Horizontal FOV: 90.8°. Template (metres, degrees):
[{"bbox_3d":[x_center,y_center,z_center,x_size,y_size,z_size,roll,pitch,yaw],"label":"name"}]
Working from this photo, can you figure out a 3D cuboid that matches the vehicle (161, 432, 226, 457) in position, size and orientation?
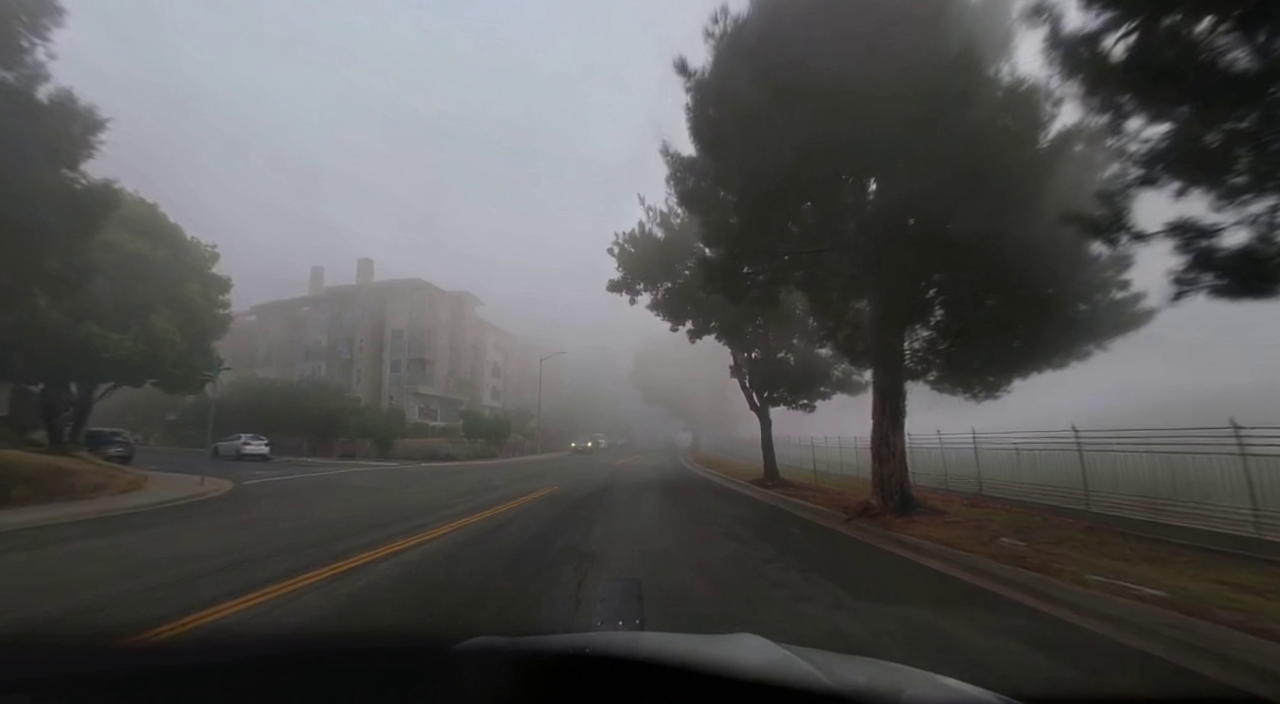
[{"bbox_3d":[-29.321,6.069,41.449,4.245,1.564,1.895,-5,-10,32],"label":"vehicle"}]

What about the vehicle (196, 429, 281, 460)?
[{"bbox_3d":[-24.674,5.680,38.783,5.078,1.794,2.210,-5,-10,30],"label":"vehicle"}]

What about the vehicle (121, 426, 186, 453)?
[{"bbox_3d":[-34.587,6.254,44.883,4.503,1.838,2.069,-5,-10,32],"label":"vehicle"}]
